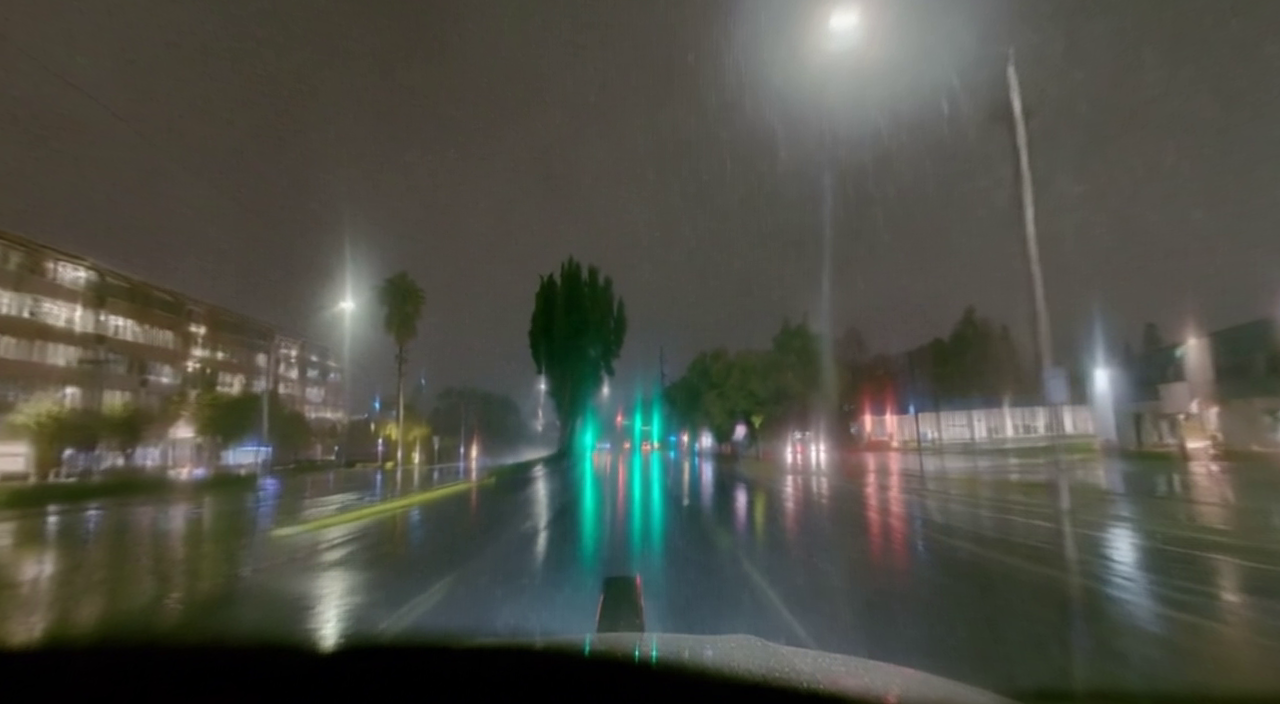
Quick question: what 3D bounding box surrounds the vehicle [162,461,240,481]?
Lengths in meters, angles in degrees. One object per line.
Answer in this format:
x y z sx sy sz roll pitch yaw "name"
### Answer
-32.570 8.810 46.960 4.359 1.405 1.831 0 -8 -1 "vehicle"
